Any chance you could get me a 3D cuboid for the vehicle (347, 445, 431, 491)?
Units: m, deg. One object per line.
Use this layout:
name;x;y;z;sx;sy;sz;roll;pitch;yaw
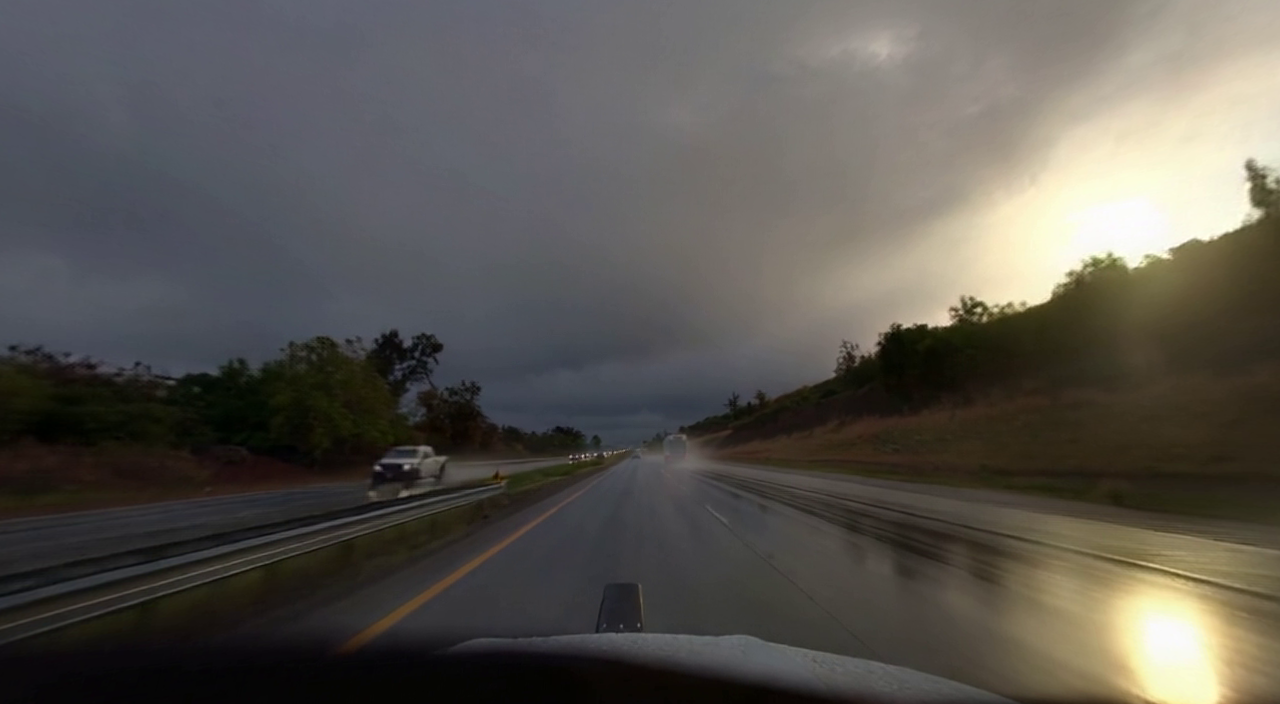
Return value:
vehicle;-12.013;5.537;30.600;2.112;2.012;4.787;0;-9;0
